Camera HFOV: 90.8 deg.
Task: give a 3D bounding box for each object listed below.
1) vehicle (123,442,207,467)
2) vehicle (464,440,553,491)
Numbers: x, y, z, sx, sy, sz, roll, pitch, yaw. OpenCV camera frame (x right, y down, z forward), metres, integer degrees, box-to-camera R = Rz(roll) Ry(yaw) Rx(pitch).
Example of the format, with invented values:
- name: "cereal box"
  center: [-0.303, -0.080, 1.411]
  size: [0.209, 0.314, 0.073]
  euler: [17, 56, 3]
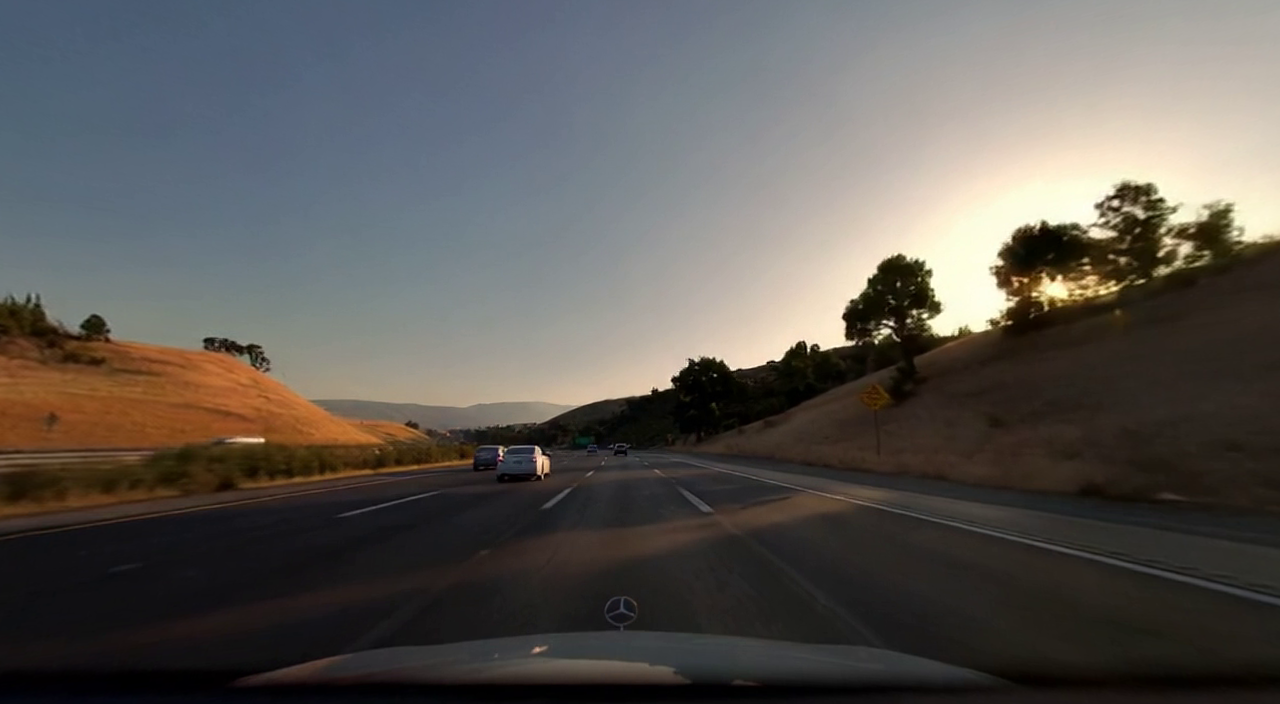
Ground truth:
- name: "vehicle"
  center: [-29.551, 6.386, 39.495]
  size: [1.835, 1.467, 4.491]
  euler: [0, -9, -1]
- name: "vehicle"
  center: [-4.315, 3.813, 21.539]
  size: [2.073, 1.516, 4.478]
  euler: [0, -9, 0]
